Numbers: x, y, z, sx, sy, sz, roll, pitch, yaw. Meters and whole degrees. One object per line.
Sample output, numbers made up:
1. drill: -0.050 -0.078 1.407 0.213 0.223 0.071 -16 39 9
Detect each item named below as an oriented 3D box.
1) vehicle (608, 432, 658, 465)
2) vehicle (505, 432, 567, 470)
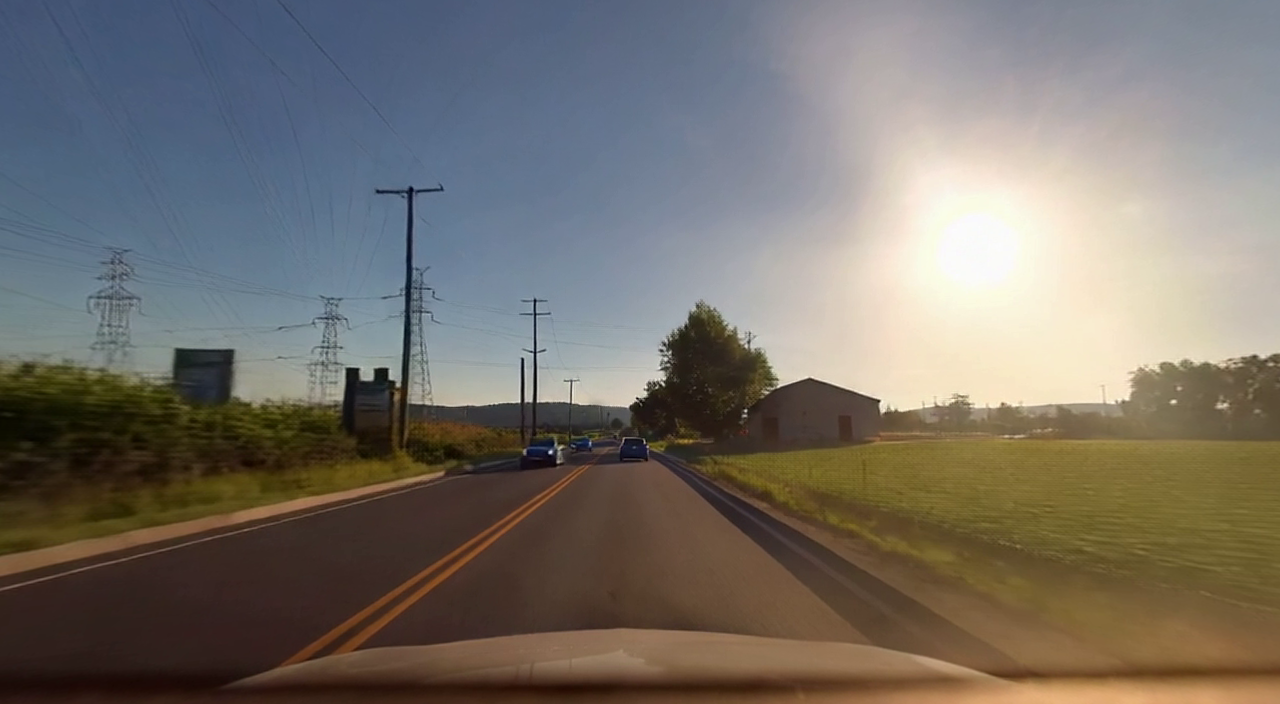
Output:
1. vehicle: -0.359 4.603 30.230 2.241 1.471 3.829 1 -8 -1
2. vehicle: -4.346 4.197 26.997 2.034 1.484 4.183 0 -8 -1
